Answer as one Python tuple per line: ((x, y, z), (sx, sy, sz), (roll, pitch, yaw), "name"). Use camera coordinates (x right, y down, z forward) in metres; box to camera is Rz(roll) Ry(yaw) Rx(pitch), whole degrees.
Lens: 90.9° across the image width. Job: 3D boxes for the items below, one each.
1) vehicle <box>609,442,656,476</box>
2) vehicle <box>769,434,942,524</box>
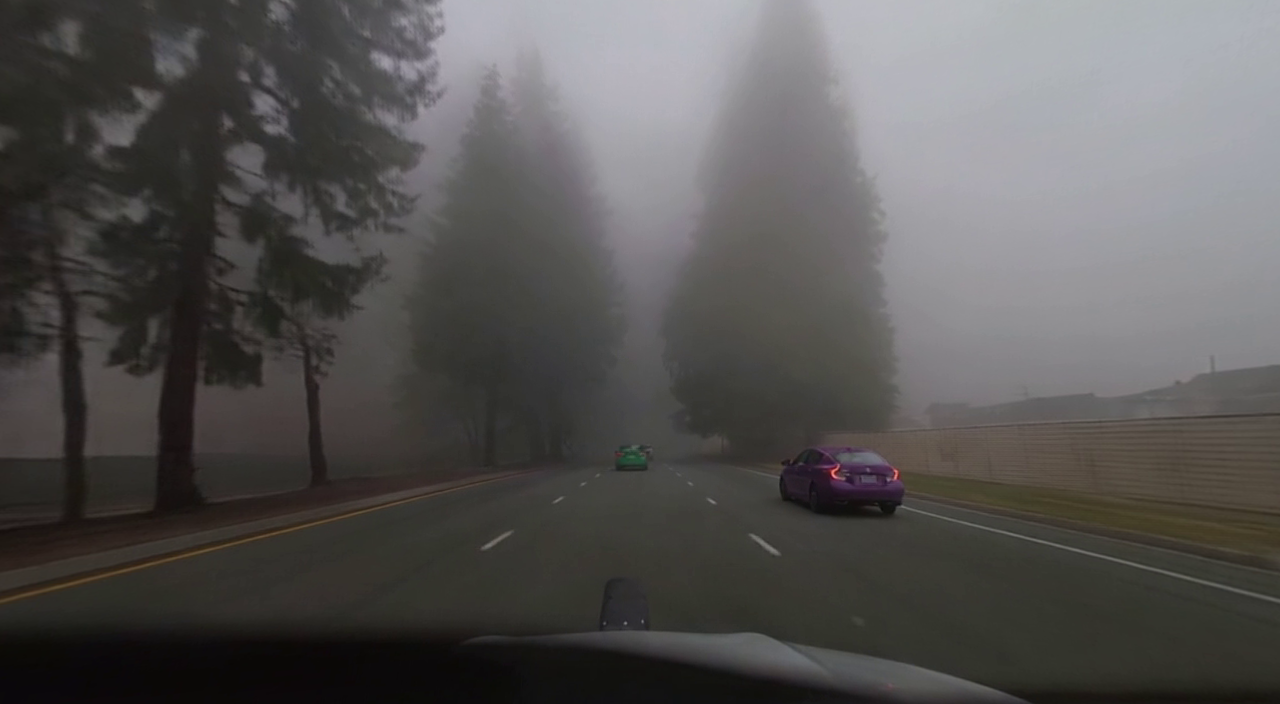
((-0.337, 5.378, 32.126), (2.206, 1.525, 4.695), (-1, -8, 1), "vehicle")
((4.113, 2.463, 12.956), (1.943, 1.471, 4.515), (-1, -8, 0), "vehicle")
